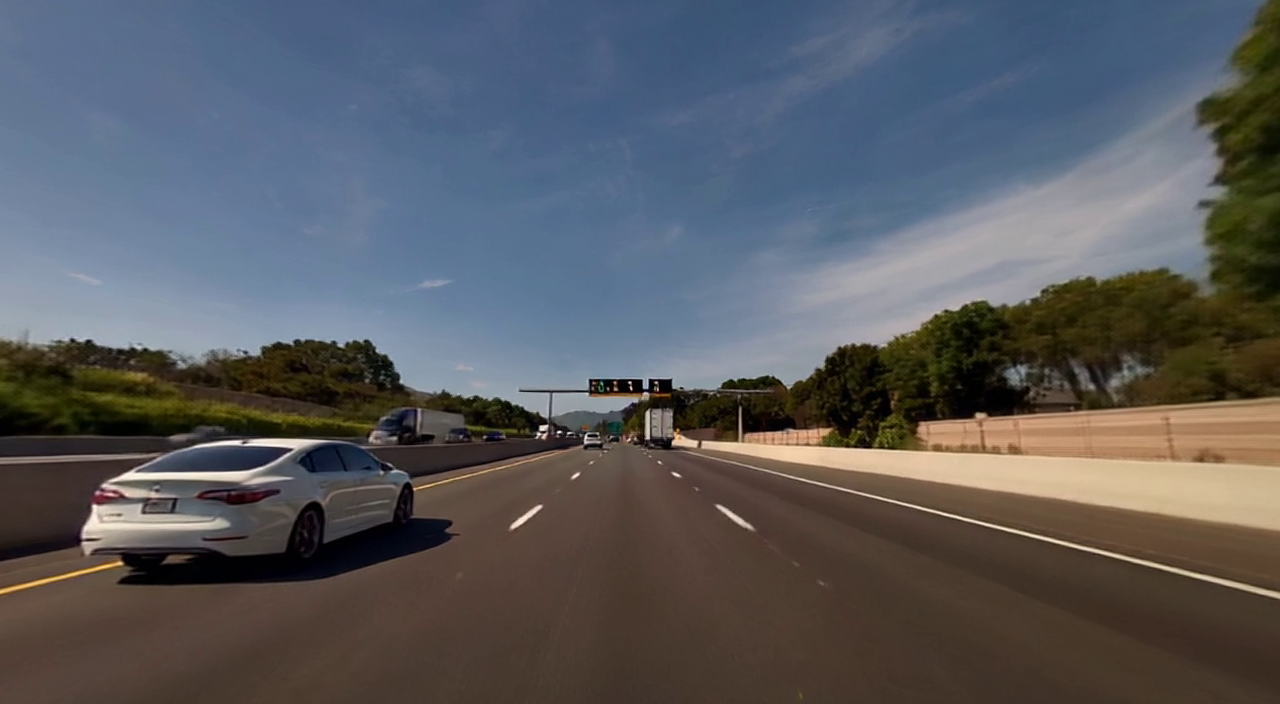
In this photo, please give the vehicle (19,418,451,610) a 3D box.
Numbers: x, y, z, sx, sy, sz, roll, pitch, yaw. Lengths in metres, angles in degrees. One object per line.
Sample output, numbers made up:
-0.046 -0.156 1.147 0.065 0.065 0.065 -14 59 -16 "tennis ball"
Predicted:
-3.749 1.533 7.053 1.971 1.444 4.401 0 -8 -1 "vehicle"
